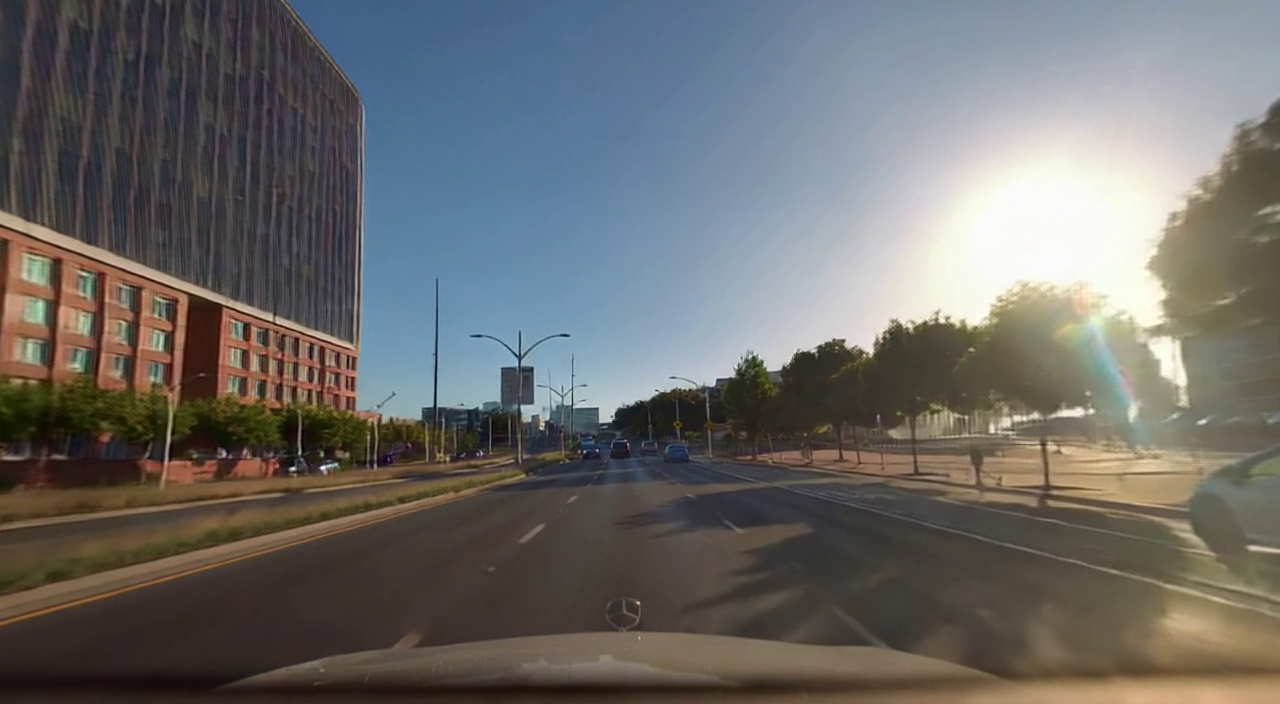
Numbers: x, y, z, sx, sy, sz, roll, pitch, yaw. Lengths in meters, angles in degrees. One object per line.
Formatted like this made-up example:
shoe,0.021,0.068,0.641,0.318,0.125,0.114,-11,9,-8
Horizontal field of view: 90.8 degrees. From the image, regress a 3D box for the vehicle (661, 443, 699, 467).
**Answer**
vehicle,2.699,7.053,43.491,2.090,1.506,4.382,0,-8,-3
